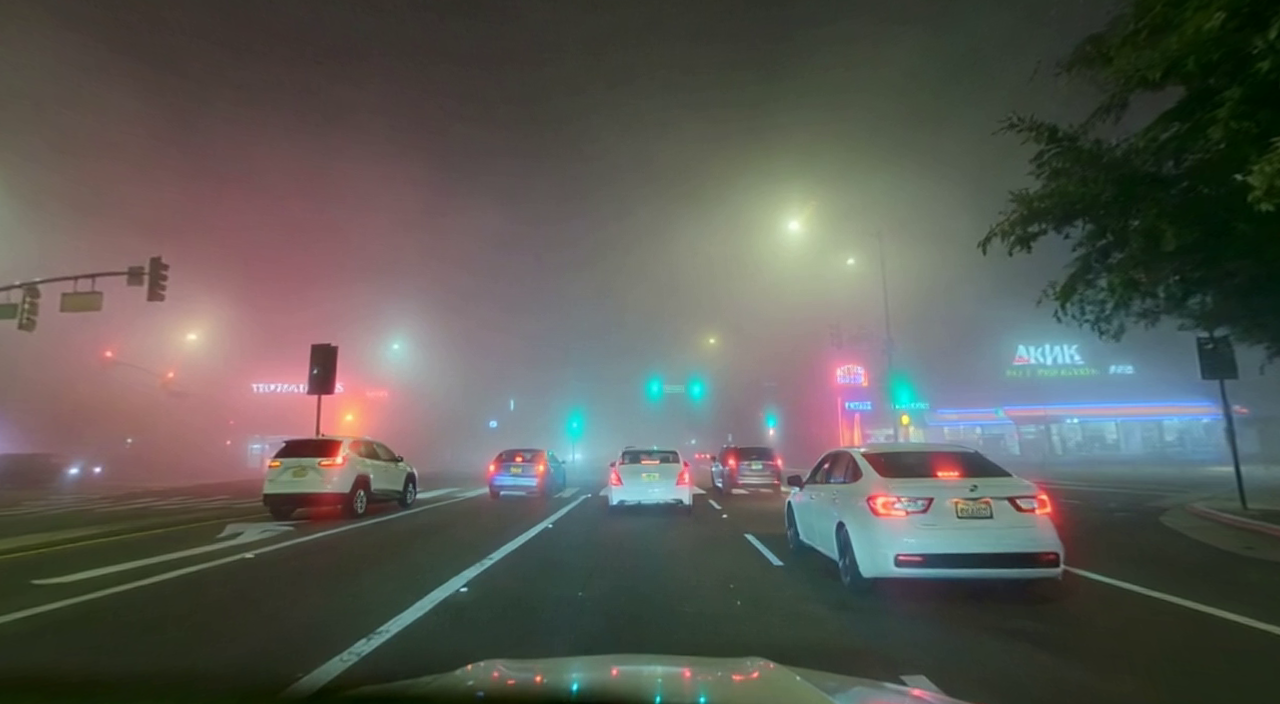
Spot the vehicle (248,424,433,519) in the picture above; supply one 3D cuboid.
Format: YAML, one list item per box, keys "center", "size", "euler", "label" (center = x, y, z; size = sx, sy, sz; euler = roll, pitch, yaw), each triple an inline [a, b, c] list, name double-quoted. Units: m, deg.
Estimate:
- center: [-6.561, 2.654, 14.519]
  size: [2.058, 1.804, 4.391]
  euler: [0, -8, 0]
  label: "vehicle"

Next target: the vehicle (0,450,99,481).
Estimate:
- center: [-30.255, 5.685, 31.670]
  size: [4.315, 1.485, 1.822]
  euler: [0, -8, -2]
  label: "vehicle"

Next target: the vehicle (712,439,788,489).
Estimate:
- center: [3.709, 3.863, 22.058]
  size: [1.931, 1.552, 4.125]
  euler: [0, -8, 0]
  label: "vehicle"

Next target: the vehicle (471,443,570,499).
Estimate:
- center: [-3.422, 3.484, 18.919]
  size: [2.040, 1.471, 4.211]
  euler: [-1, -8, 2]
  label: "vehicle"

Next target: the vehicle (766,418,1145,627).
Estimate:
- center: [2.733, 1.562, 6.760]
  size: [1.946, 1.513, 4.133]
  euler: [0, -8, 1]
  label: "vehicle"

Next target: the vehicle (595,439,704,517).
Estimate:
- center: [0.217, 2.719, 14.140]
  size: [2.070, 1.460, 4.118]
  euler: [0, -8, 1]
  label: "vehicle"
